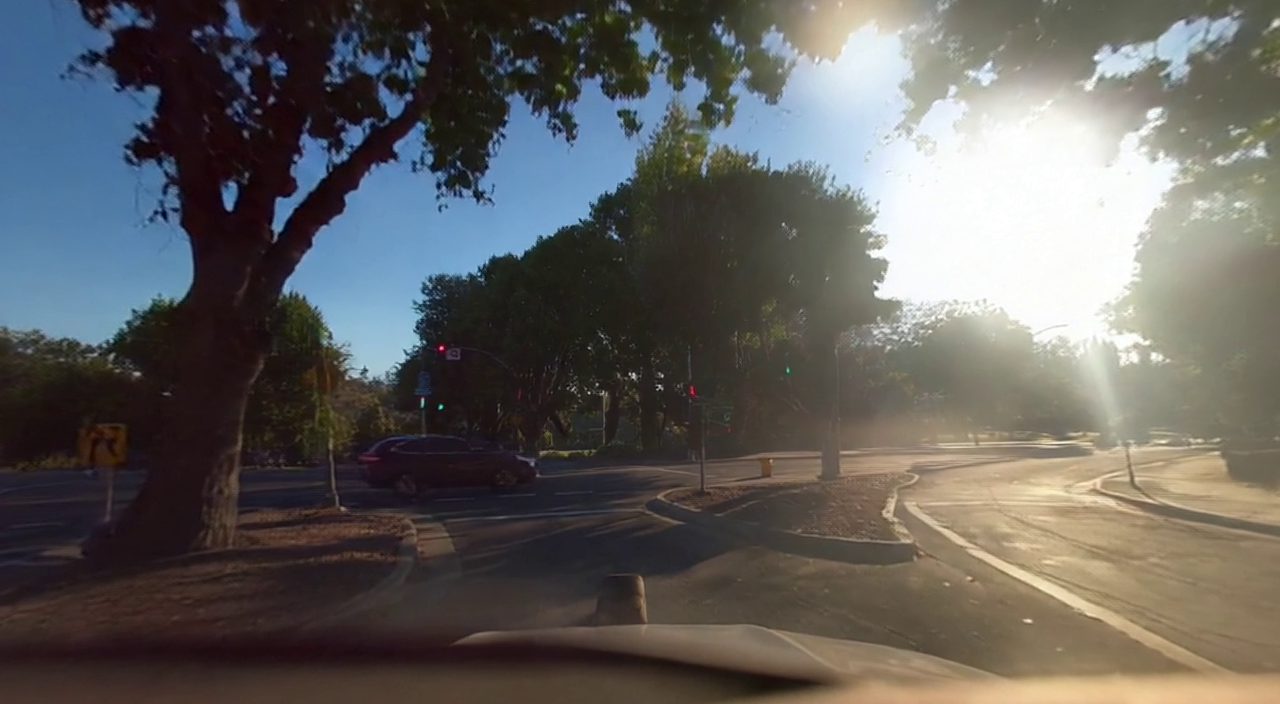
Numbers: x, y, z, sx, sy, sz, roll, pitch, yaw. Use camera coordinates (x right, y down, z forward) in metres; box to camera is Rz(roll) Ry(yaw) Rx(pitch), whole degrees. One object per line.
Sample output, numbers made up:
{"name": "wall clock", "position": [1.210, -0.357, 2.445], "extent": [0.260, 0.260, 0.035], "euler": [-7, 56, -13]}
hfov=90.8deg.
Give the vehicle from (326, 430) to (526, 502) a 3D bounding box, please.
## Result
{"name": "vehicle", "position": [-5.427, 2.844, 16.149], "extent": [4.545, 1.602, 2.014], "euler": [4, -9, -27]}
